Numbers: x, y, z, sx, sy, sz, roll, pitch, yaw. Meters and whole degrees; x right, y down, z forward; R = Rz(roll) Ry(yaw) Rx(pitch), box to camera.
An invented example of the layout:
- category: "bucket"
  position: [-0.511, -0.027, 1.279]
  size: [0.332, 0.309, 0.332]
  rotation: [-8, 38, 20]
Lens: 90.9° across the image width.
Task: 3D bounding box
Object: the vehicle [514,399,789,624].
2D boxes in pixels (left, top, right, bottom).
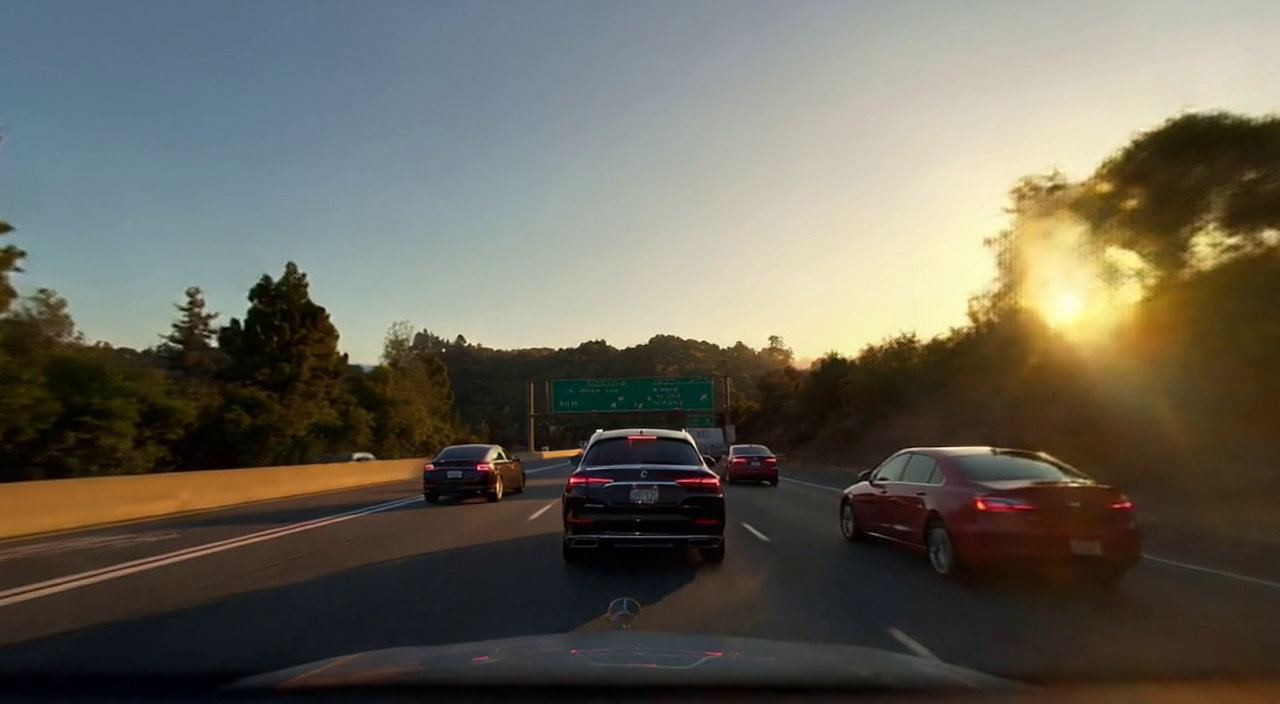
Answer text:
- category: "vehicle"
  position: [0.028, 1.508, 6.792]
  size: [2.093, 1.695, 3.782]
  rotation: [0, -9, -2]

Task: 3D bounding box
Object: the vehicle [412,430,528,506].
- category: "vehicle"
  position: [-4.252, 2.969, 16.450]
  size: [1.890, 1.708, 3.844]
  rotation: [0, -9, 0]

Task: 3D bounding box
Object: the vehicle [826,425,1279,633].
- category: "vehicle"
  position: [3.682, 1.592, 6.728]
  size: [1.953, 1.434, 4.511]
  rotation: [0, -9, -1]
